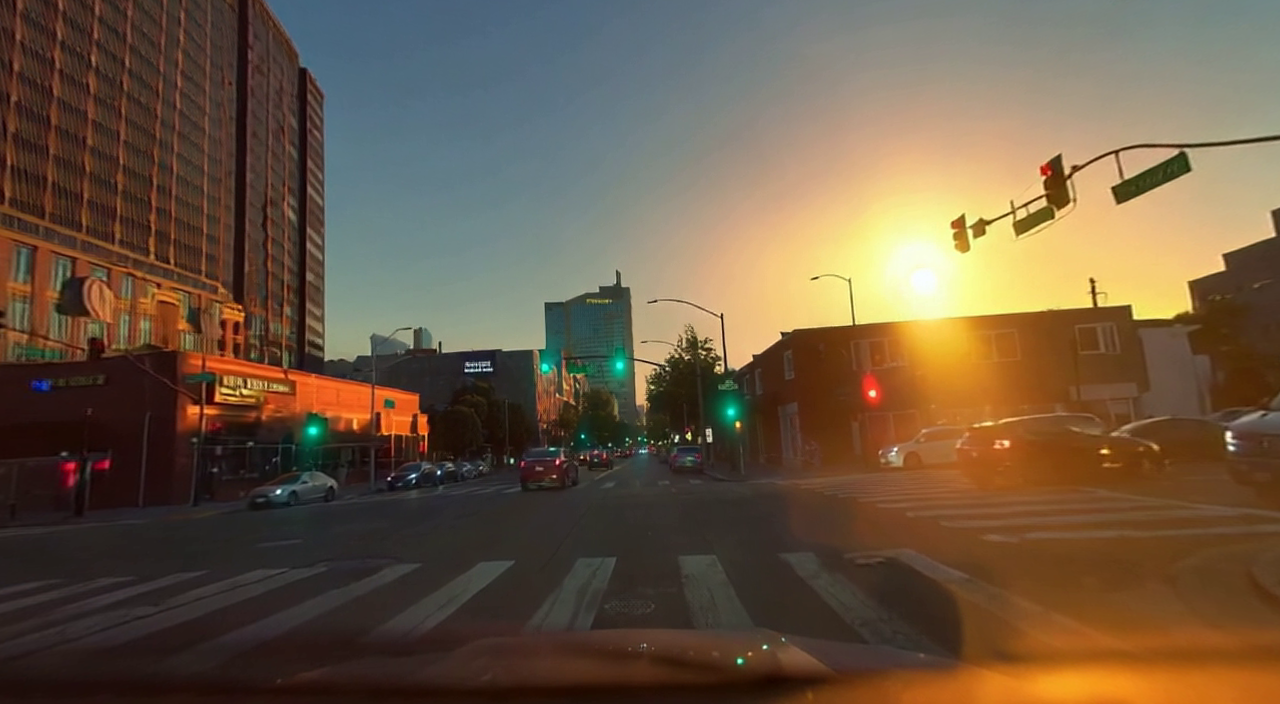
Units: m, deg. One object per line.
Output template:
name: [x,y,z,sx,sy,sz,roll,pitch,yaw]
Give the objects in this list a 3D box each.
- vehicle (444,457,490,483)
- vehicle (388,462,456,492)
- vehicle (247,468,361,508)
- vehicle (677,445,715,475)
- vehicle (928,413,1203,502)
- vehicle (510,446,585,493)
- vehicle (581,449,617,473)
vehicle: [-11.897,8.094,43.510,1.933,1.628,3.973,-1,-8,2]
vehicle: [-12.254,7.015,35.759,1.934,1.434,4.636,-1,-8,4]
vehicle: [-15.254,6.169,28.931,1.999,1.466,4.535,-2,-9,14]
vehicle: [3.460,6.721,39.544,1.924,1.765,3.954,0,-8,-2]
vehicle: [8.310,2.032,12.401,4.540,1.480,2.153,3,-9,-21]
vehicle: [-3.164,4.107,22.399,1.973,1.496,3.713,-1,-8,2]
vehicle: [-2.689,7.305,42.417,1.916,1.487,4.535,-1,-8,2]
